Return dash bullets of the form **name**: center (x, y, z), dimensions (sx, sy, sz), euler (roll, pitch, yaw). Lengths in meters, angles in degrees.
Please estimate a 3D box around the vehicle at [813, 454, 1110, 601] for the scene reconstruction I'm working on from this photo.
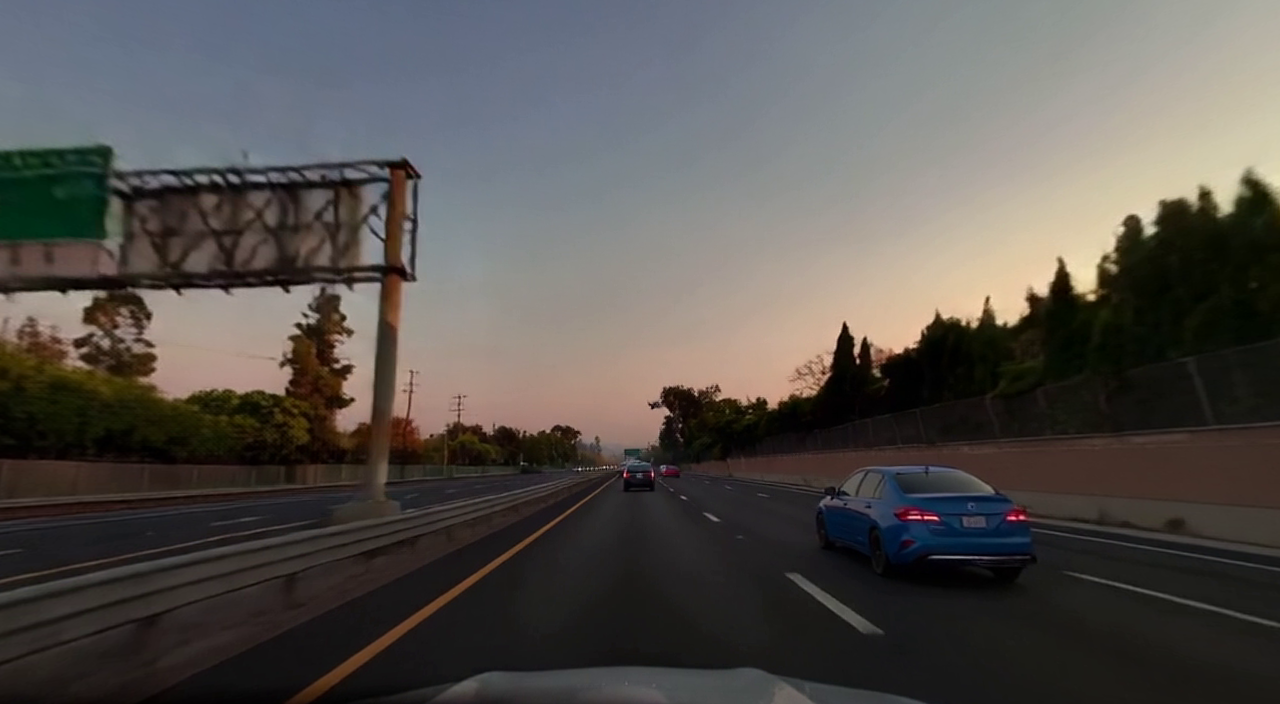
- **vehicle**: center (3.967, 2.239, 8.744), dimensions (1.938, 1.494, 4.032), euler (1, -11, -1)

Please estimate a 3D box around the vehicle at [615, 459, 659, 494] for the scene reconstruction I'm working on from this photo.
- **vehicle**: center (-0.138, 6.205, 31.517), dimensions (2.037, 1.605, 3.833), euler (1, -11, 0)
